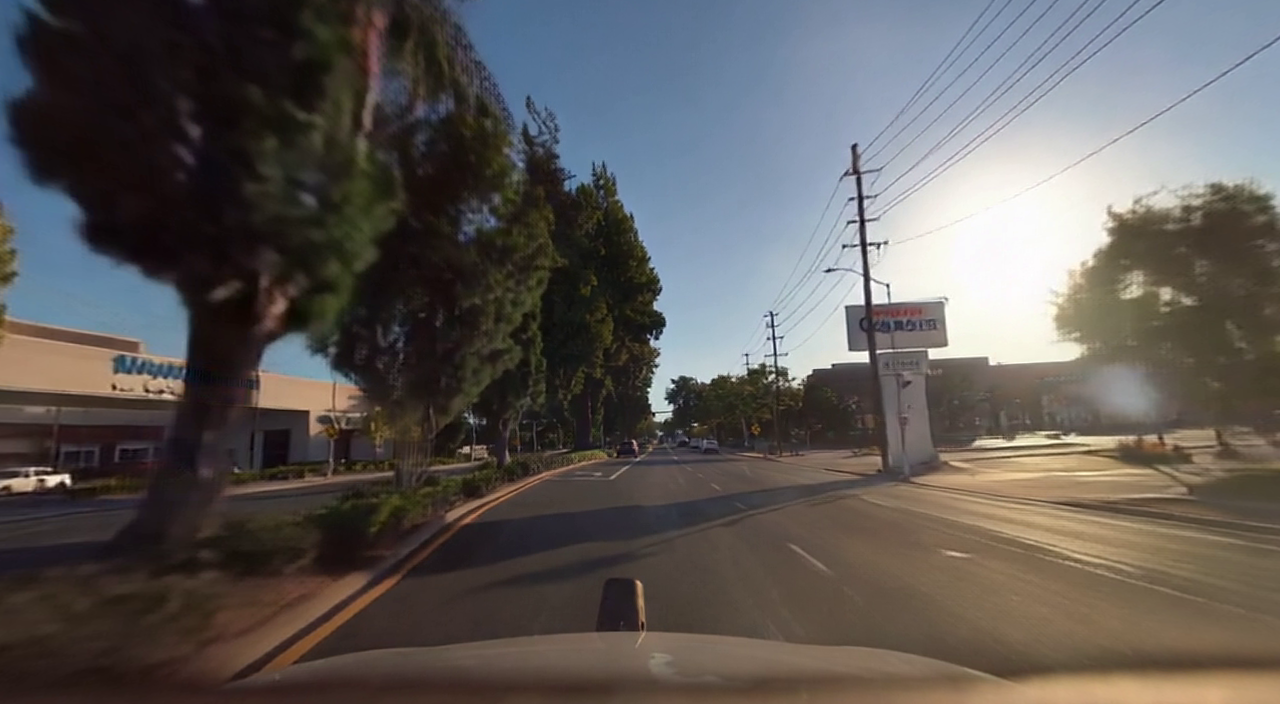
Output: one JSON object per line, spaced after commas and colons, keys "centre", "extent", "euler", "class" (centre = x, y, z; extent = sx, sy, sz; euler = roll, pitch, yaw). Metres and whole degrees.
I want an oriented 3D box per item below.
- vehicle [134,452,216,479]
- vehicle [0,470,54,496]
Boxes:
{"centre": [-33.144, 8.115, 45.108], "extent": [4.137, 1.733, 2.016], "euler": [2, -10, 0], "class": "vehicle"}
{"centre": [-45.475, 9.453, 45.729], "extent": [1.818, 1.590, 4.291], "euler": [0, -8, 1], "class": "vehicle"}
